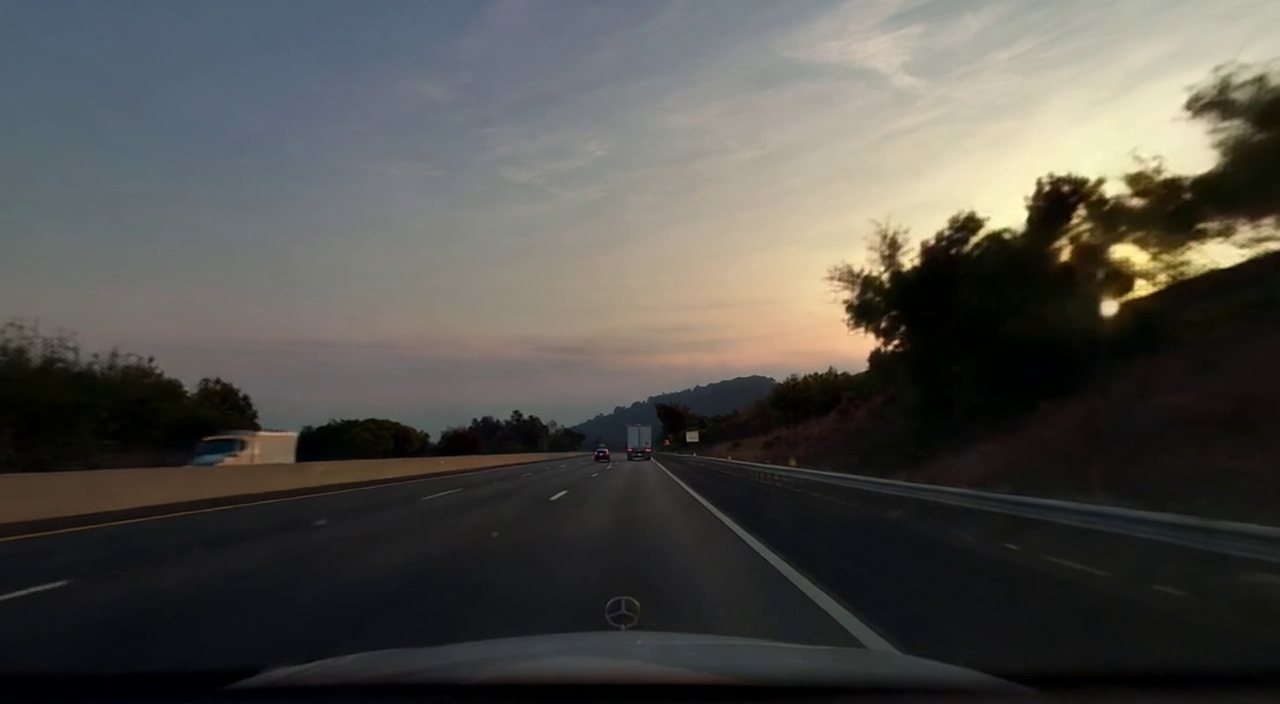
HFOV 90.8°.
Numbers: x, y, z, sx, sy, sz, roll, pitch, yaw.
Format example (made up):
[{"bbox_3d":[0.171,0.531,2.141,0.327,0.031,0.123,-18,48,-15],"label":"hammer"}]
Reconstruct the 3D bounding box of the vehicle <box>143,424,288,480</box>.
[{"bbox_3d":[-21.051,5.034,31.846,2.752,2.503,6.358,0,-9,1],"label":"vehicle"}]
